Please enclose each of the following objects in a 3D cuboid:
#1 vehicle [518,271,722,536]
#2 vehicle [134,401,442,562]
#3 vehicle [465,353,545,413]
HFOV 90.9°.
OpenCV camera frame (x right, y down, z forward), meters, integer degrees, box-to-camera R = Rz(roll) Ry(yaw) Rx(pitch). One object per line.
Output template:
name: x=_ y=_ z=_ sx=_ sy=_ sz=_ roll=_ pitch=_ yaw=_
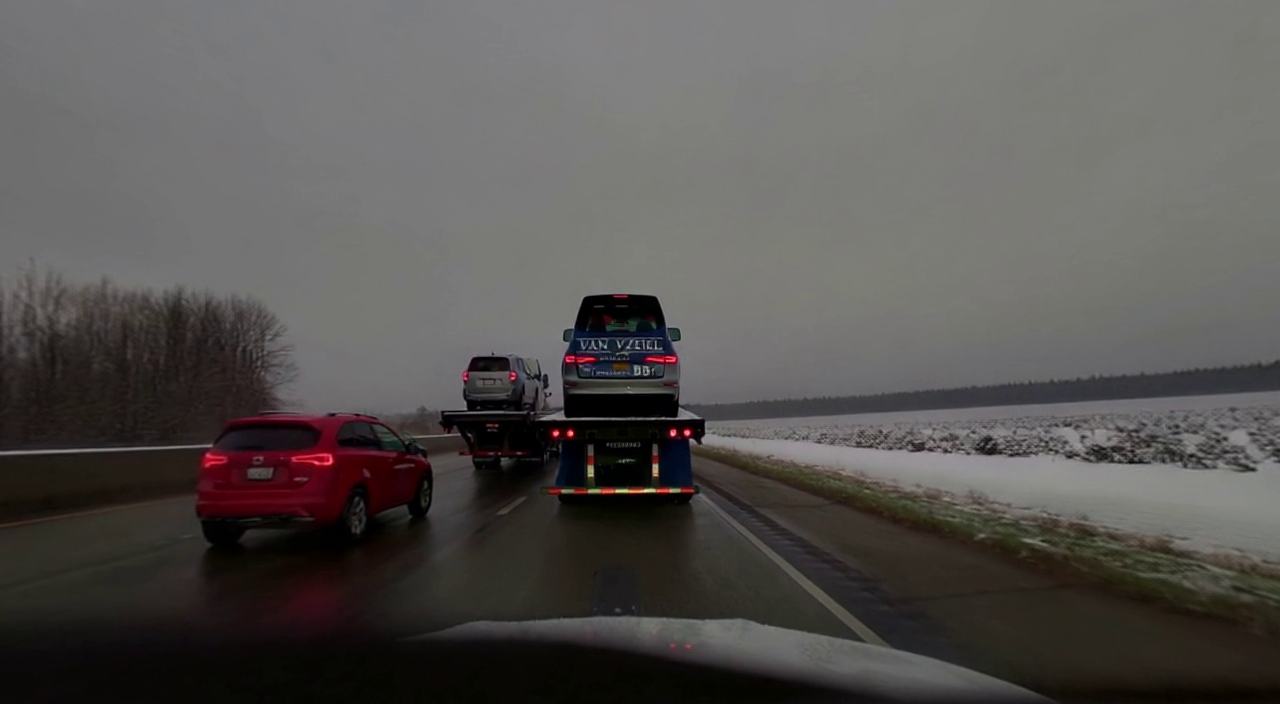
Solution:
vehicle: x=-0.406 y=1.259 z=13.273 sx=2.738 sy=3.628 sz=9.223 roll=0 pitch=-7 yaw=-2
vehicle: x=-4.396 y=1.649 z=8.871 sx=1.914 sy=1.675 sz=4.331 roll=0 pitch=-7 yaw=-2
vehicle: x=-4.726 y=1.215 z=22.801 sx=2.118 sy=1.799 sz=4.591 roll=0 pitch=-7 yaw=-3
